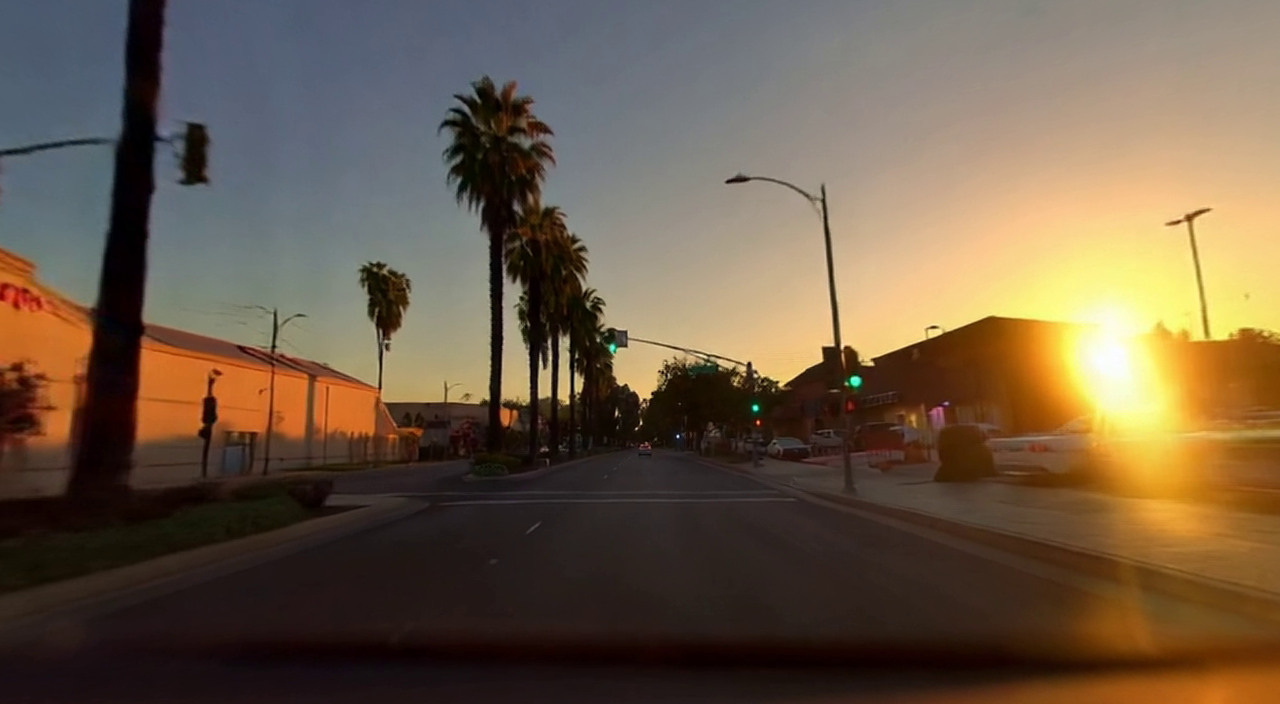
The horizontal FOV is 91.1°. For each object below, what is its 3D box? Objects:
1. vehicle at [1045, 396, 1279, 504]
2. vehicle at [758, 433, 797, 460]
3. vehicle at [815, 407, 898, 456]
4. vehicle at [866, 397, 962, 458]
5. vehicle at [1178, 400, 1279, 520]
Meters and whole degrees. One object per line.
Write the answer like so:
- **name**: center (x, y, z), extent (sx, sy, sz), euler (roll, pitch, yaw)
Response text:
- **vehicle**: center (10.946, 1.892, 12.214), extent (4.641, 1.883, 2.085), euler (0, -9, -3)
- **vehicle**: center (9.943, 6.896, 45.598), extent (1.655, 1.820, 3.969), euler (0, -9, -4)
- **vehicle**: center (16.324, 6.181, 48.383), extent (2.814, 3.328, 10.467), euler (0, -8, 1)
- **vehicle**: center (16.129, 4.624, 37.697), extent (3.161, 3.209, 7.934), euler (-1, -8, 8)
- **vehicle**: center (11.124, 1.592, 9.470), extent (4.233, 1.665, 1.847), euler (-1, -9, -1)
